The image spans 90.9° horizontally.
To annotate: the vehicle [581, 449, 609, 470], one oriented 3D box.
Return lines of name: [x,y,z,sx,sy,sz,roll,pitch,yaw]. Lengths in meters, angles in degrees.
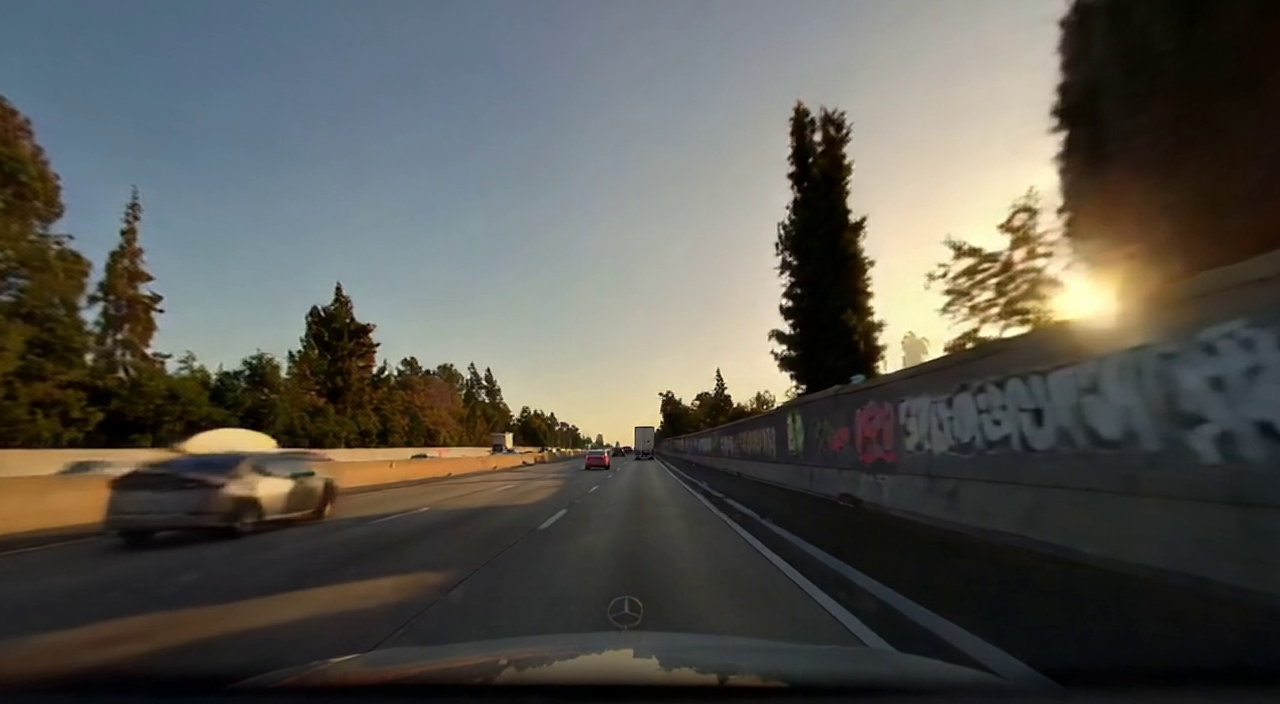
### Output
vehicle: [-3.330,8.137,47.767,1.803,1.466,4.509,0,-9,0]

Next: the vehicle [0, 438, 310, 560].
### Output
vehicle: [-6.613,2.000,9.095,2.027,1.431,3.033,0,-9,0]
